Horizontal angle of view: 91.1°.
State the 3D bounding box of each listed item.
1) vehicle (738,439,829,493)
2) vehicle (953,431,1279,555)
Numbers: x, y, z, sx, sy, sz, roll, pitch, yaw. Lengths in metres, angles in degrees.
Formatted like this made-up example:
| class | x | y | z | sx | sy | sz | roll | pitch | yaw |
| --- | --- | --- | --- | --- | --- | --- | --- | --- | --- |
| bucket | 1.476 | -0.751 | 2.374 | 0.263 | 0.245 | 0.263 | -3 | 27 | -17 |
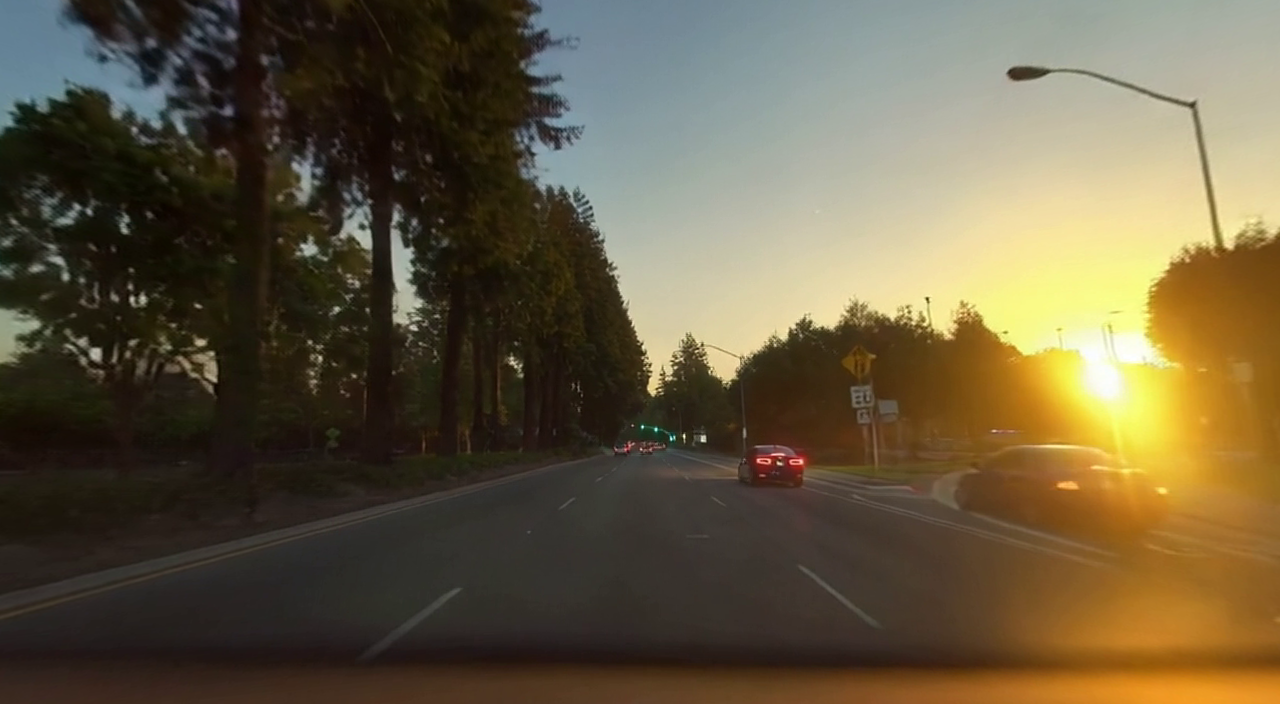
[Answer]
| class | x | y | z | sx | sy | sz | roll | pitch | yaw |
| --- | --- | --- | --- | --- | --- | --- | --- | --- | --- |
| vehicle | 4.484 | 3.626 | 20.357 | 1.913 | 1.516 | 4.322 | 0 | -9 | 0 |
| vehicle | 7.664 | 2.277 | 11.041 | 2.063 | 1.625 | 5.102 | -1 | -9 | 5 |
